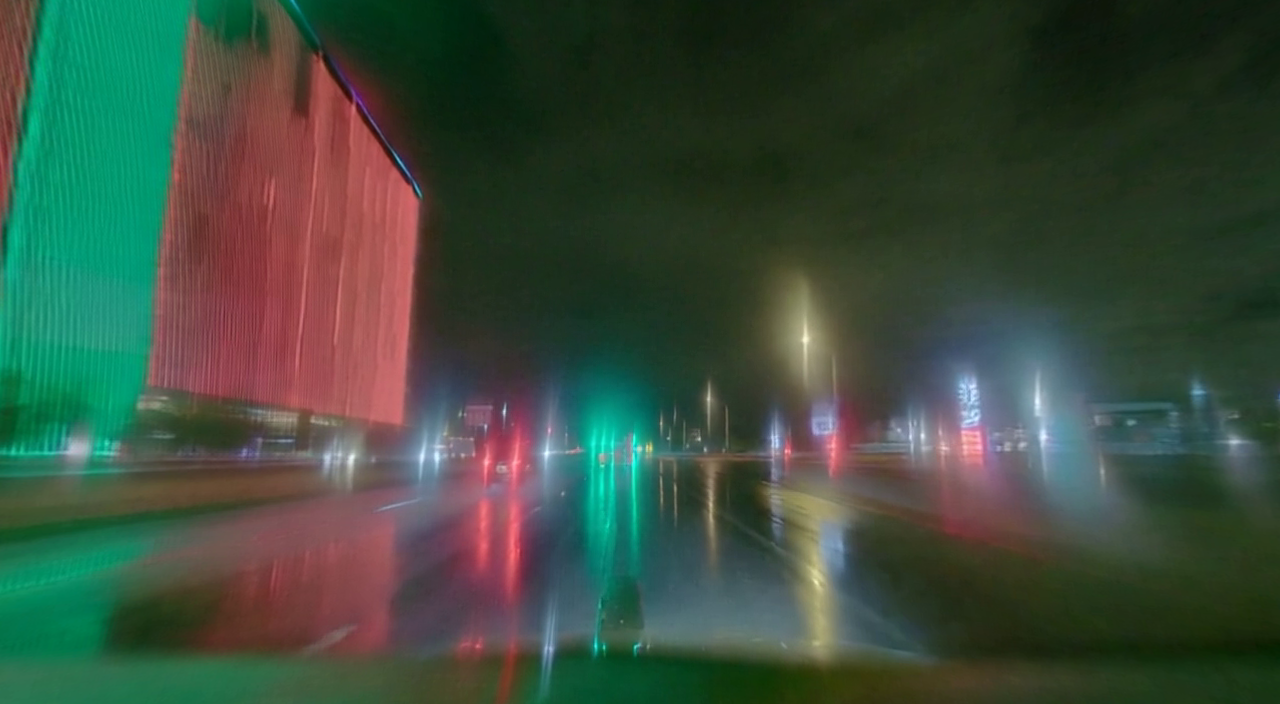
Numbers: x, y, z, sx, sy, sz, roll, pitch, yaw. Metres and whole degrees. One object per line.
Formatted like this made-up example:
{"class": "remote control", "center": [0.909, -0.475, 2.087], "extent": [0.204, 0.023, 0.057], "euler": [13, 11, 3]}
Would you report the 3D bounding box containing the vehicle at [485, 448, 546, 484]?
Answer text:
{"class": "vehicle", "center": [-5.678, 5.234, 29.245], "extent": [1.943, 1.510, 4.201], "euler": [0, -9, 0]}
